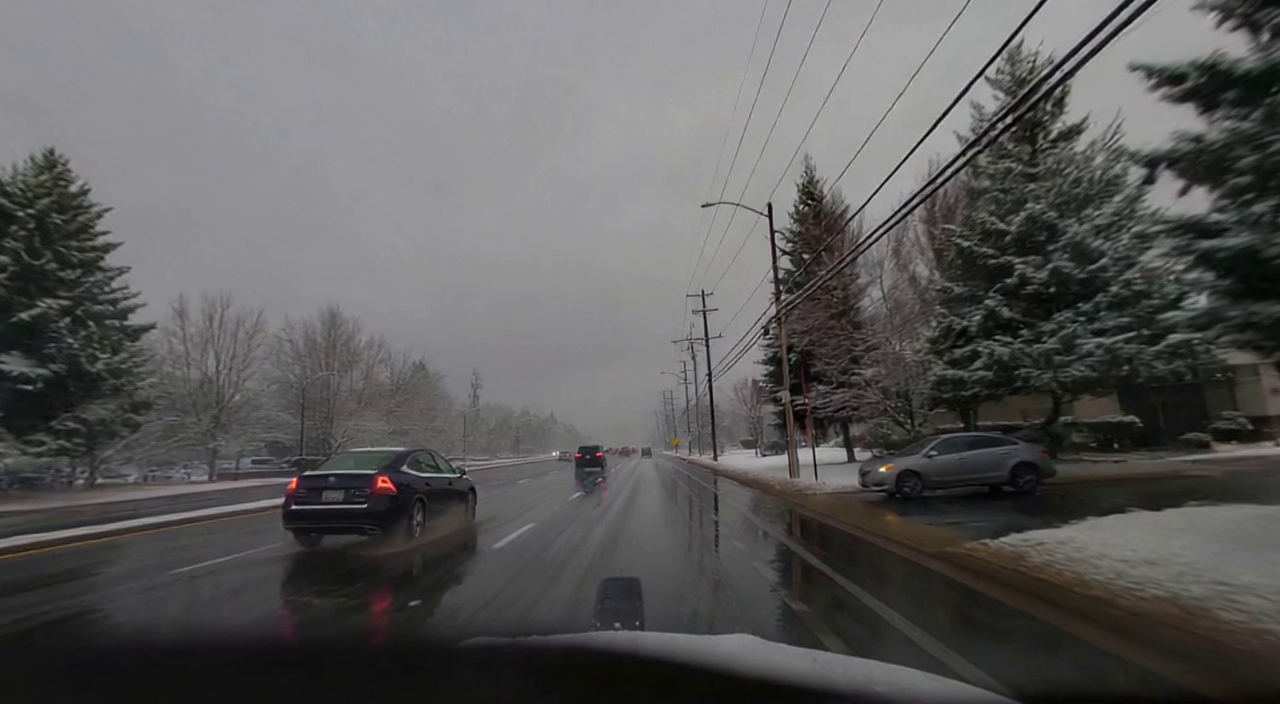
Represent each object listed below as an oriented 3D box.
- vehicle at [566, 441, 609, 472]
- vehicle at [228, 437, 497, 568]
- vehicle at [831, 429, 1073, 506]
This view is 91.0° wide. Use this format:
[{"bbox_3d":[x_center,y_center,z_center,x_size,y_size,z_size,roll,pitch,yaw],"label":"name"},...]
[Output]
[{"bbox_3d":[-3.133,6.346,38.428,2.087,1.736,4.311,0,-9,2],"label":"vehicle"},{"bbox_3d":[-3.681,2.059,9.454,1.942,1.469,4.426,0,-9,1],"label":"vehicle"},{"bbox_3d":[6.893,2.593,14.315,4.465,1.566,1.923,0,-9,-1],"label":"vehicle"}]
